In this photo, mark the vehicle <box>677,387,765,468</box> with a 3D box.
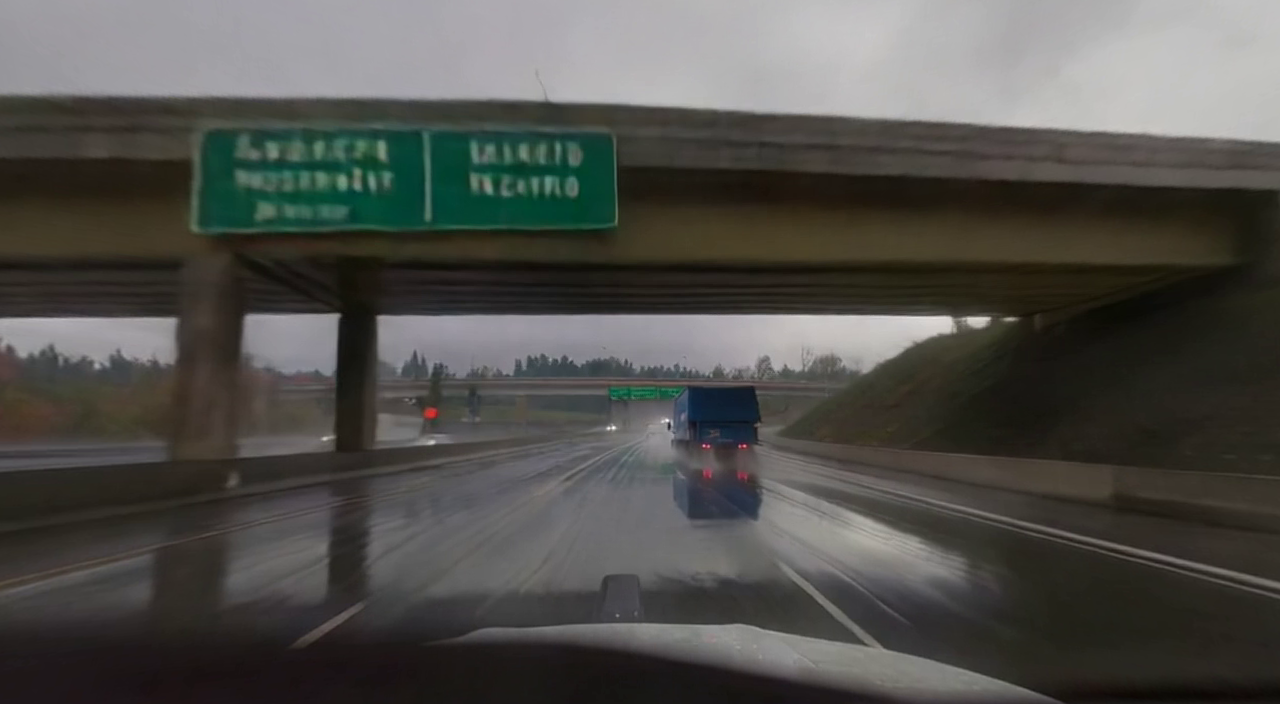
[{"bbox_3d":[3.738,3.895,32.065,2.849,3.391,11.018,0,-8,-1],"label":"vehicle"}]

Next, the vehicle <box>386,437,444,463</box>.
[{"bbox_3d":[-13.871,6.028,39.158,1.894,1.483,4.573,0,-8,0],"label":"vehicle"}]
